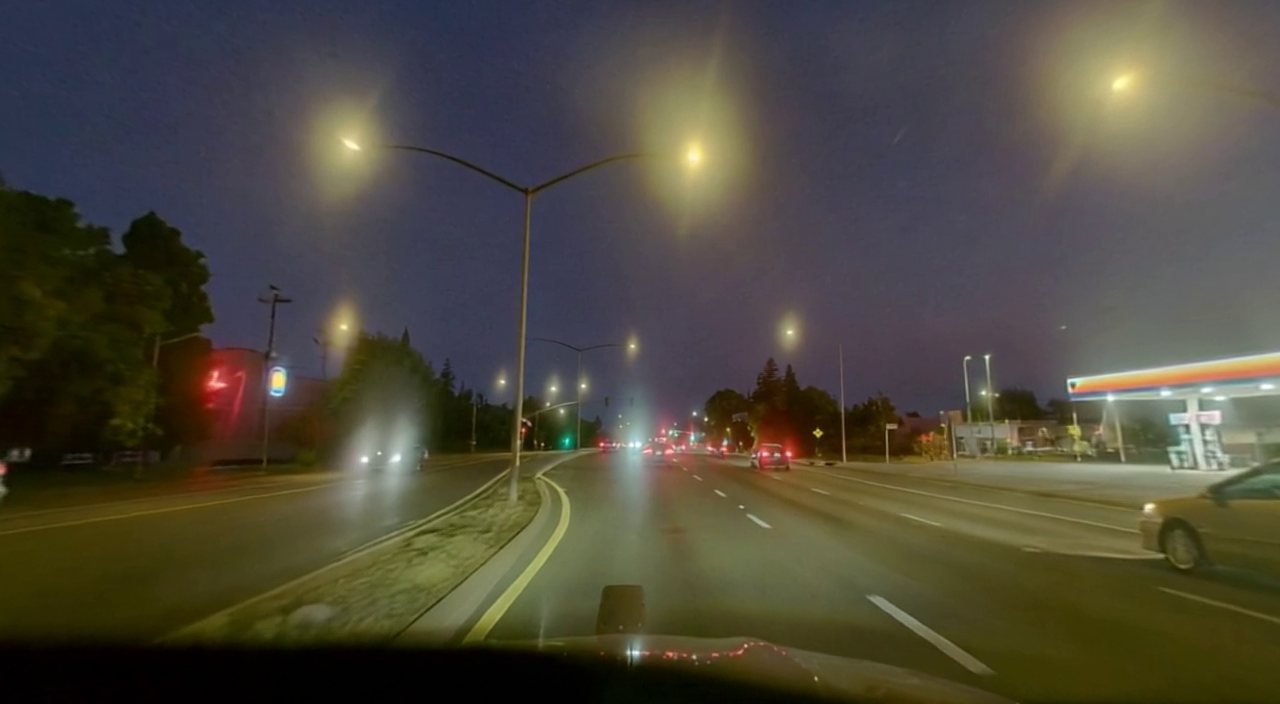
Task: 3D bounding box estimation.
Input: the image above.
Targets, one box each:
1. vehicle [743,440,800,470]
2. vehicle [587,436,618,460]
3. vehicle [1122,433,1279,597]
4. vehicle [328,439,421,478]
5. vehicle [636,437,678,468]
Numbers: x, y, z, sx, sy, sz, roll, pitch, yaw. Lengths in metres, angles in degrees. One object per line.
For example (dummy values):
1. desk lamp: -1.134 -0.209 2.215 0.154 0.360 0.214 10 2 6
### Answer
1. vehicle: 6.910 5.442 33.466 1.918 1.484 4.456 0 -8 -2
2. vehicle: -2.624 6.767 44.150 2.074 1.575 4.326 0 -8 -4
3. vehicle: 6.847 1.395 5.112 1.975 1.488 4.798 0 -8 -1
4. vehicle: -11.124 4.478 26.679 1.984 1.472 4.487 0 -8 0
5. vehicle: 0.817 5.293 33.240 1.971 1.479 4.493 0 -8 -1
